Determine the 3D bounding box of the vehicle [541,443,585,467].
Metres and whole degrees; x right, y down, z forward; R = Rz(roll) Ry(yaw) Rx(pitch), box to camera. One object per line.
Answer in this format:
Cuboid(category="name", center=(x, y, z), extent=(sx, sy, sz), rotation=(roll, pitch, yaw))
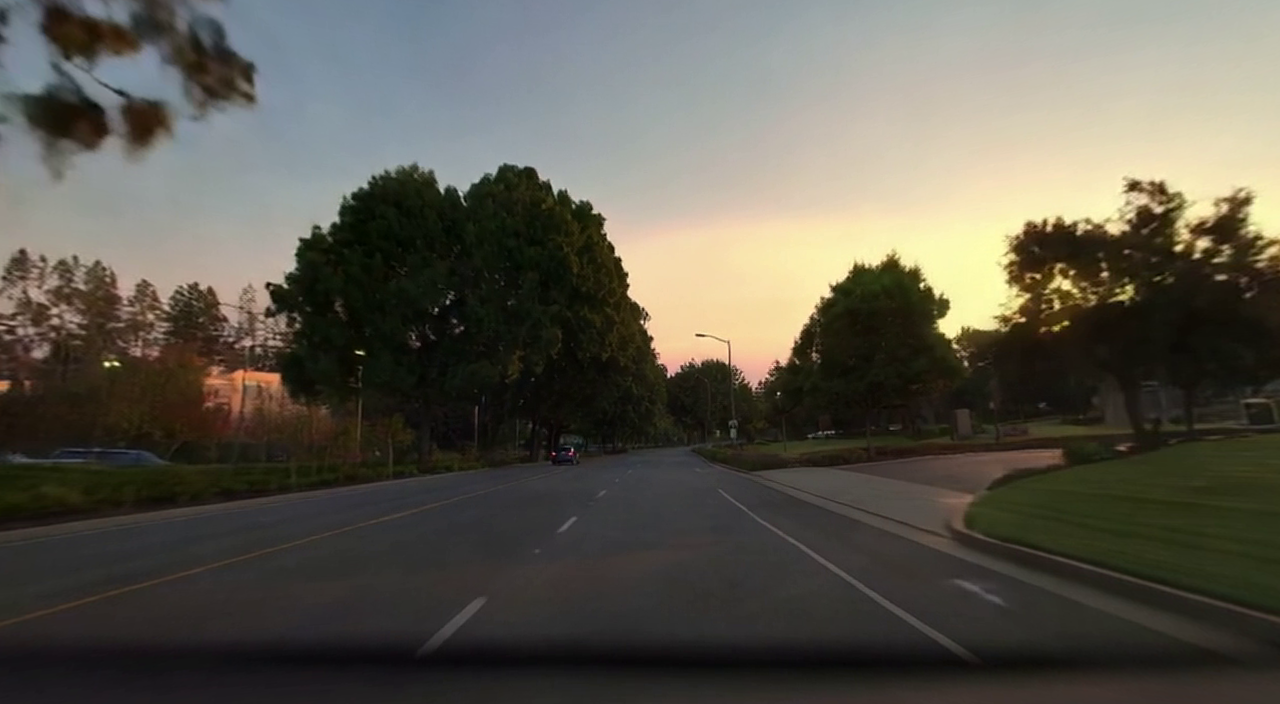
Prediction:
Cuboid(category="vehicle", center=(-4.976, 6.701, 41.219), extent=(1.945, 1.461, 4.605), rotation=(-1, -8, 4))
